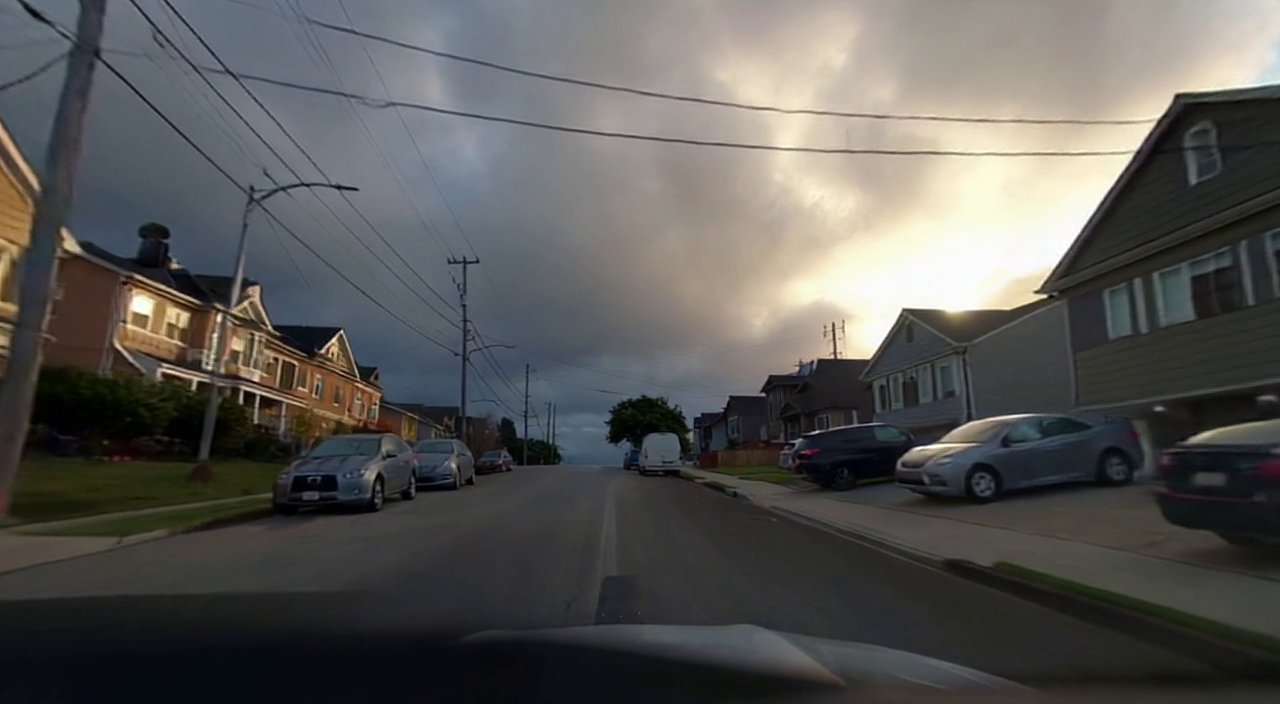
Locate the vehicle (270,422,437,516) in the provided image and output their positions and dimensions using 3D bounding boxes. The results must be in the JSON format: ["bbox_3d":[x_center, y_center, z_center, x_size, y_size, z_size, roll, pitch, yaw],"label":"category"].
[{"bbox_3d":[-5.795,2.354,13.386,1.967,1.656,3.924,1,-7,-5],"label":"vehicle"}]

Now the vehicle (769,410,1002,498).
[{"bbox_3d":[6.781,2.856,17.887,5.615,1.787,2.014,-5,-8,-3],"label":"vehicle"}]

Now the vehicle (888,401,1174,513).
[{"bbox_3d":[7.542,2.038,12.494,4.315,1.736,1.950,-3,-8,-6],"label":"vehicle"}]

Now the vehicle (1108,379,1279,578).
[{"bbox_3d":[7.722,1.170,6.350,4.316,1.730,2.166,-1,-8,-5],"label":"vehicle"}]

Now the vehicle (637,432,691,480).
[{"bbox_3d":[1.179,5.385,32.948,2.343,2.229,4.199,3,-9,-3],"label":"vehicle"}]
